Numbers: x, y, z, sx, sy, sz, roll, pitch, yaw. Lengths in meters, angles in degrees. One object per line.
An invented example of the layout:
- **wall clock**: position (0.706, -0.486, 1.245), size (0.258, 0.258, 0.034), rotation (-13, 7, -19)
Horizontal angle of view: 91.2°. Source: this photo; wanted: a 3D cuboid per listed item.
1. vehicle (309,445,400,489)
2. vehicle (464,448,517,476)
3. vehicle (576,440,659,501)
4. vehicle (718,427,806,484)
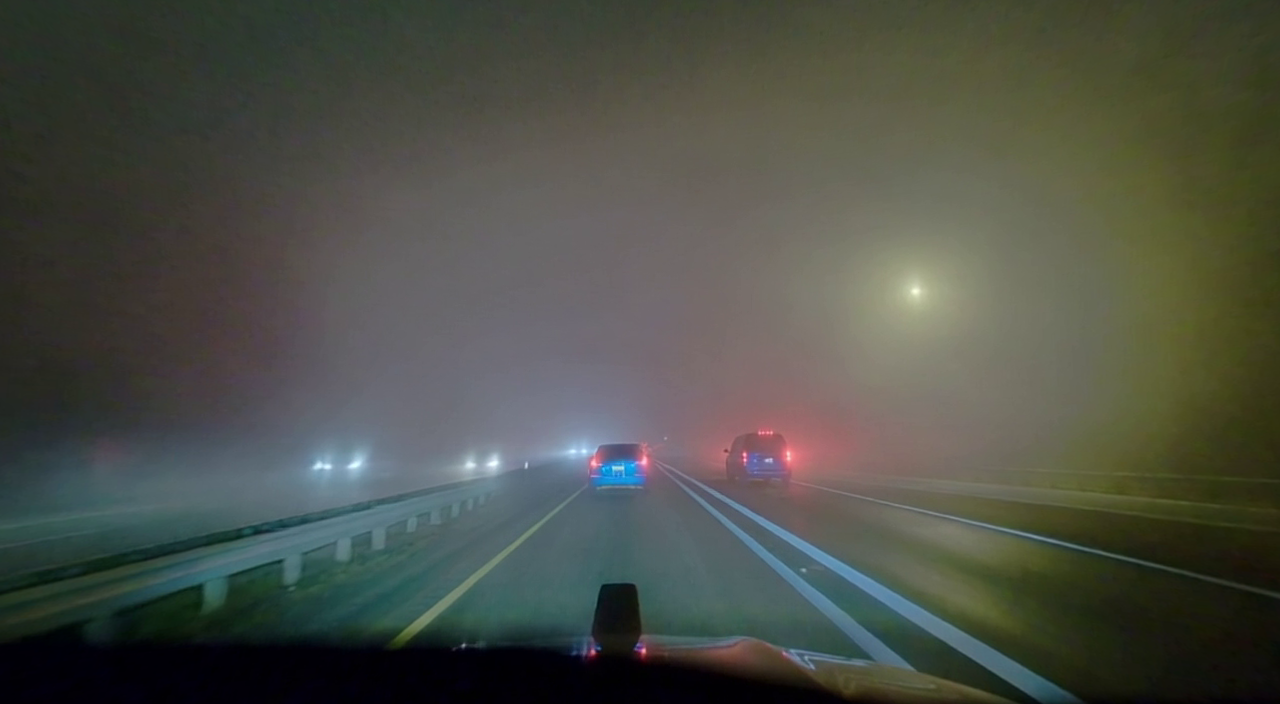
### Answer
- **vehicle**: position (-12.606, 5.077, 28.015), size (1.979, 1.807, 4.353), rotation (0, -9, 0)
- **vehicle**: position (-8.563, 6.314, 36.233), size (1.989, 1.524, 4.405), rotation (0, -9, 0)
- **vehicle**: position (-0.559, 3.211, 17.319), size (2.029, 1.483, 3.769), rotation (0, -9, 0)
- **vehicle**: position (4.488, 3.920, 23.909), size (2.261, 1.952, 4.784), rotation (0, -9, -1)
